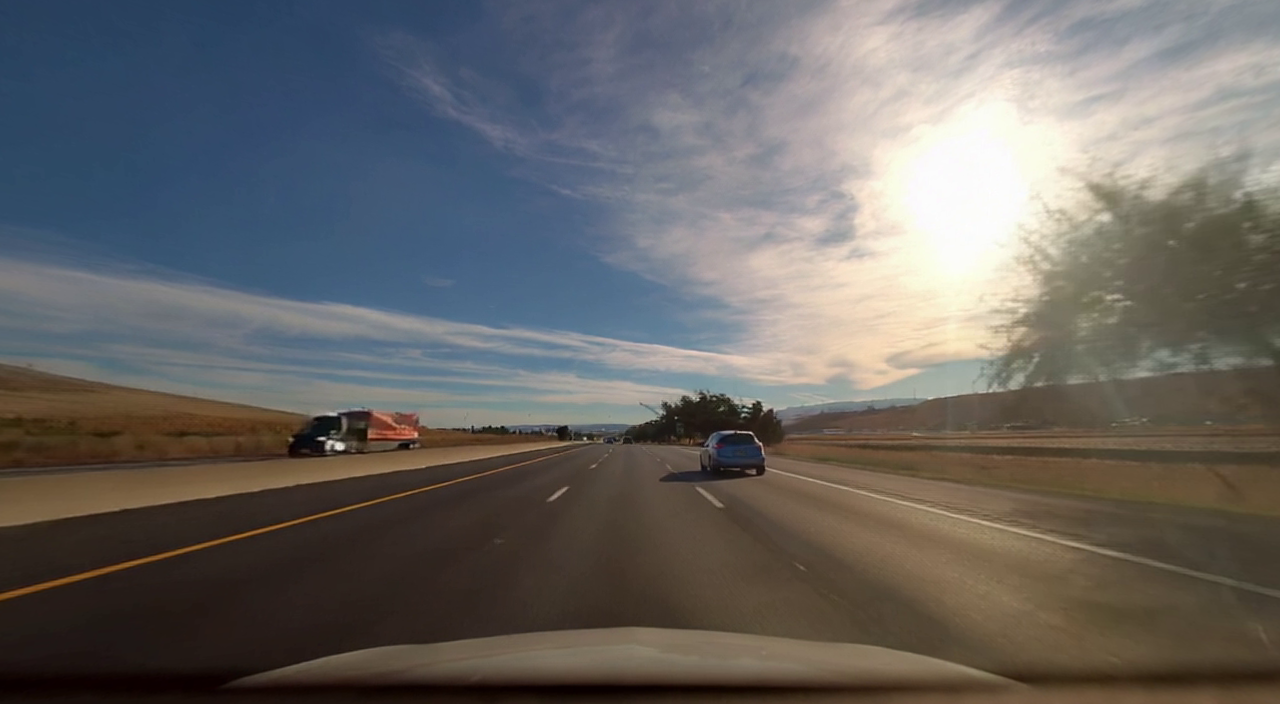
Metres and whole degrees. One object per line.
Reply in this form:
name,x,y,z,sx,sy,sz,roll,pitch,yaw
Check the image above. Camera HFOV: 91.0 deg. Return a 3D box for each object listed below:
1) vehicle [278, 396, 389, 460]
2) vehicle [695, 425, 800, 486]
vehicle,-21.054,5.421,44.094,3.007,3.947,9.620,0,-8,-1
vehicle,3.143,3.130,19.382,2.349,1.651,4.161,0,-8,-2
